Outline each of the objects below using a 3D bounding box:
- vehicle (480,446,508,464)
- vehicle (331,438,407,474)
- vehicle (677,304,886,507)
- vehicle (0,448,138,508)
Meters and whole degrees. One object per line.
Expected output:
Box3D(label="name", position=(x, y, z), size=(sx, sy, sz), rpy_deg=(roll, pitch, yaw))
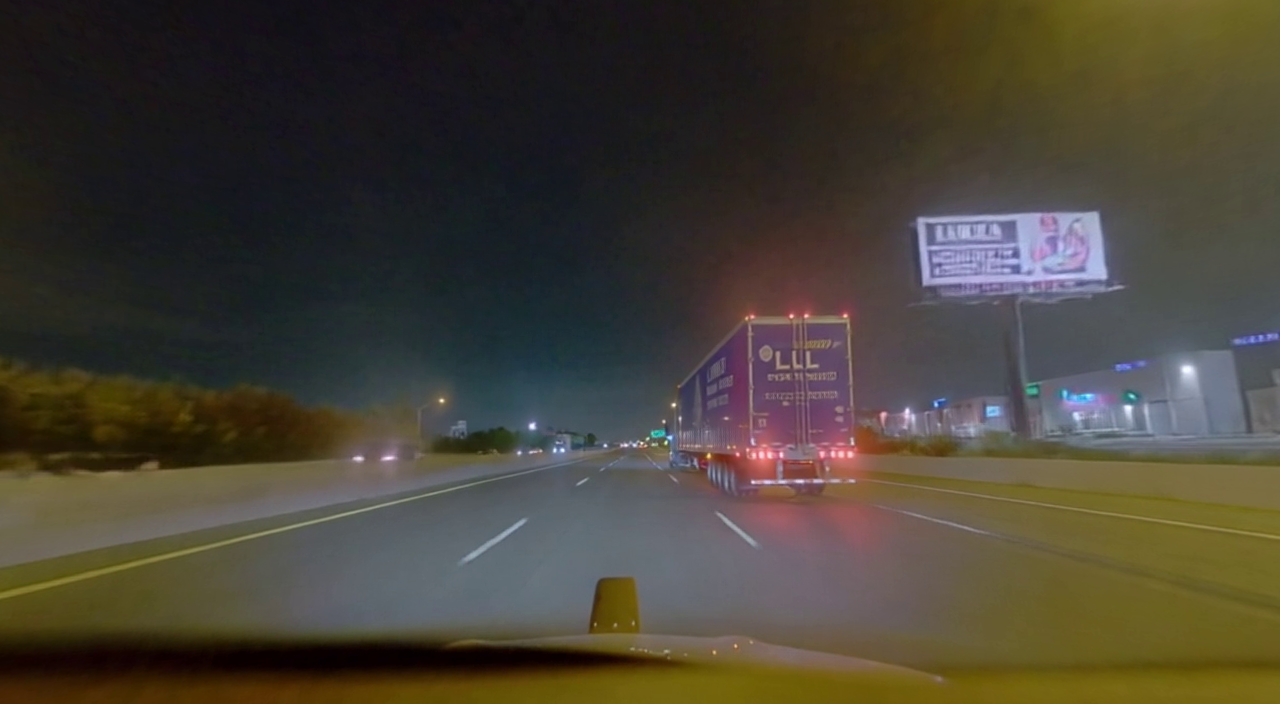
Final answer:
Box3D(label="vehicle", position=(-11.322, 8.013, 49.146), size=(1.452, 1.311, 3.176), rpy_deg=(0, -9, 0))
Box3D(label="vehicle", position=(-11.183, 4.310, 26.304), size=(1.679, 1.408, 3.364), rpy_deg=(0, -9, 0))
Box3D(label="vehicle", position=(3.534, 2.392, 22.183), size=(2.891, 4.387, 17.121), rpy_deg=(0, -9, -2))
Box3D(label="vehicle", position=(-14.796, 3.100, 15.934), size=(1.548, 1.334, 3.245), rpy_deg=(0, -9, 0))
